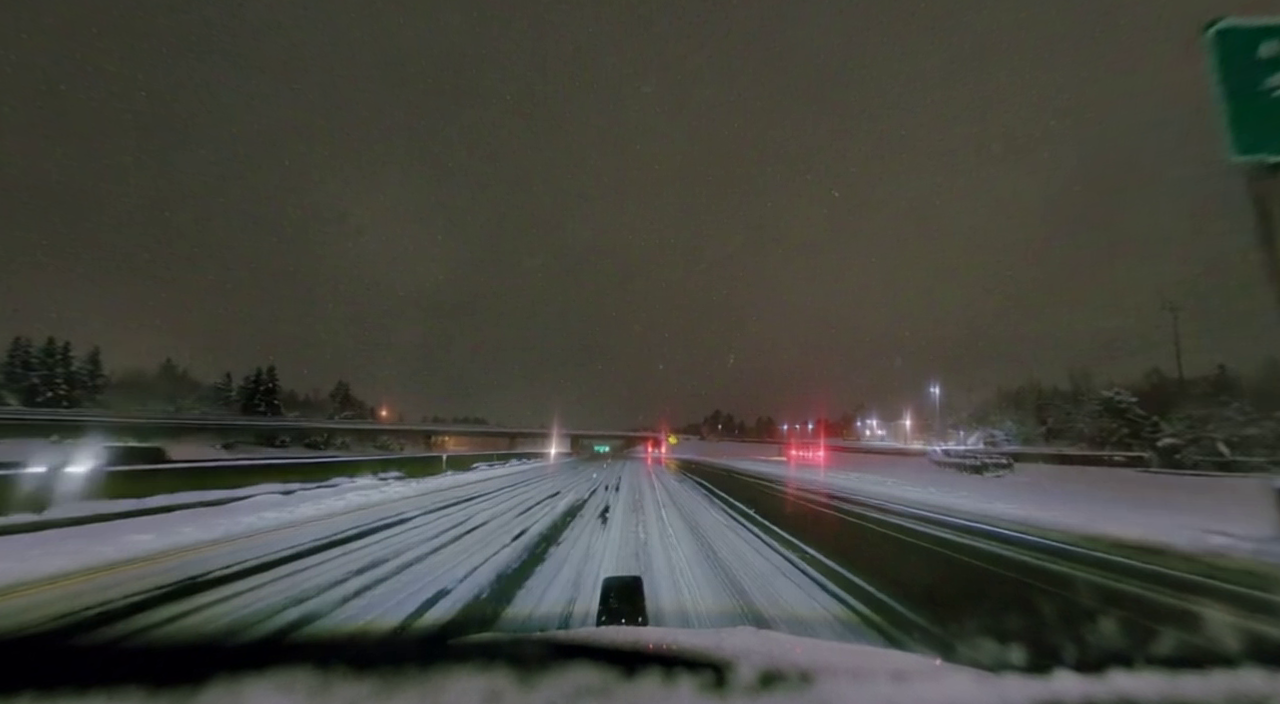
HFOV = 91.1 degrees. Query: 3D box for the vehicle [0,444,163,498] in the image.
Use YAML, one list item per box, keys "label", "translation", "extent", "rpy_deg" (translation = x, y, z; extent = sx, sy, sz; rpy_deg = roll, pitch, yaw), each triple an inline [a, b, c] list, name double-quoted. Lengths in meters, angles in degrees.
- label: "vehicle"
  translation: [-18.010, 3.705, 20.047]
  extent: [1.889, 1.474, 4.727]
  rpy_deg: [0, -8, -1]
